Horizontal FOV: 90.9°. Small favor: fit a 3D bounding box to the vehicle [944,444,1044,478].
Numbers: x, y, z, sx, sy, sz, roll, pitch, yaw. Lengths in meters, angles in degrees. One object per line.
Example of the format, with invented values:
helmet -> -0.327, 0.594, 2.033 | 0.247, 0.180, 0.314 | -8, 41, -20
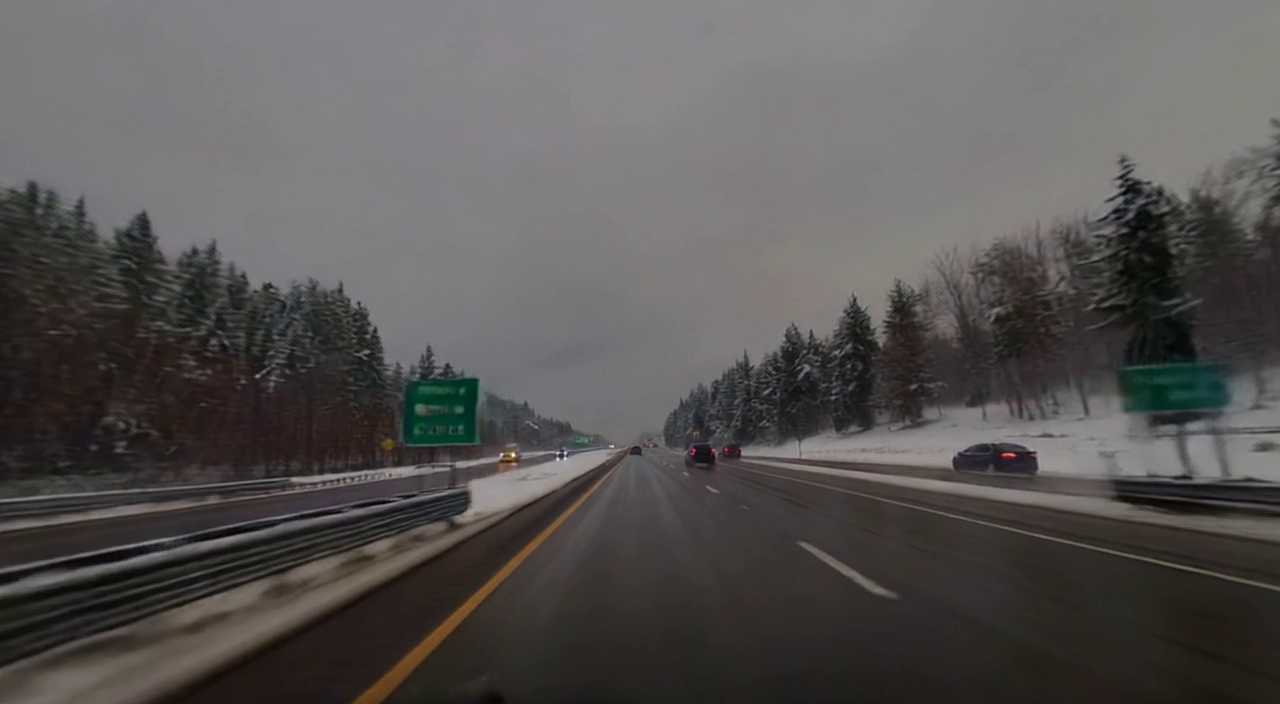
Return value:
vehicle -> 15.379, 4.750, 27.623 | 1.926, 1.386, 3.719 | 1, -9, -6
